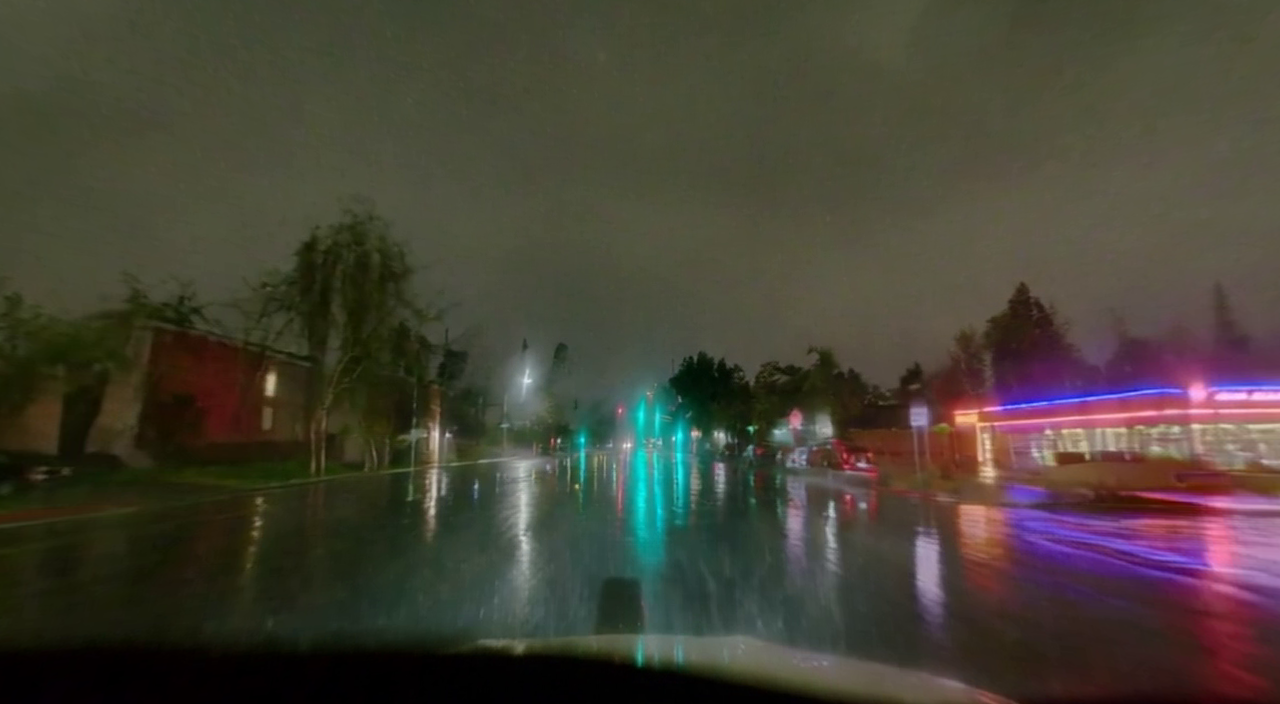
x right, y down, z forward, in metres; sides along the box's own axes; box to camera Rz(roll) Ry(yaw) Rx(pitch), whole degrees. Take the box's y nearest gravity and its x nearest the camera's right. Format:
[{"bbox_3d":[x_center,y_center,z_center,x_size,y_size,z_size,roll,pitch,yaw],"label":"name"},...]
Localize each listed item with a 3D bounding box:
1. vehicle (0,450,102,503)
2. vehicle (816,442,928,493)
[{"bbox_3d":[-20.457,3.975,20.322,4.193,1.583,2.006,1,-9,-10],"label":"vehicle"},{"bbox_3d":[7.434,3.714,20.764,2.057,1.478,4.356,0,-9,1],"label":"vehicle"}]
